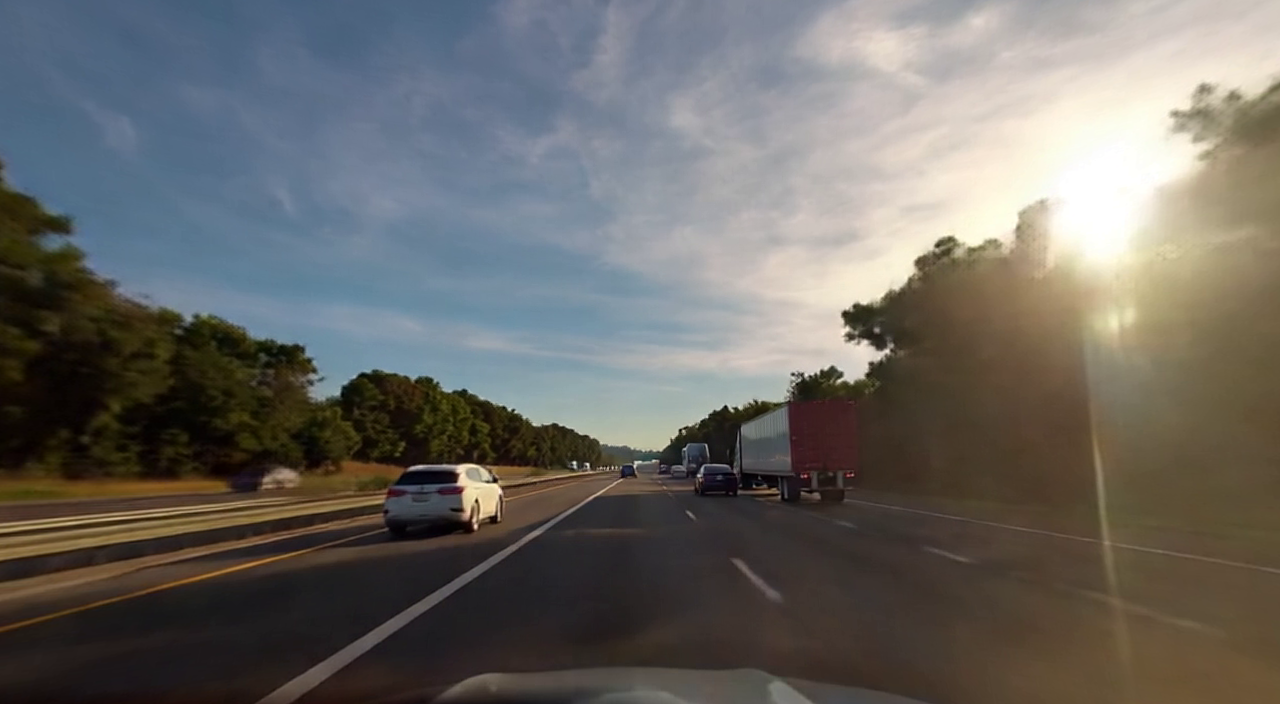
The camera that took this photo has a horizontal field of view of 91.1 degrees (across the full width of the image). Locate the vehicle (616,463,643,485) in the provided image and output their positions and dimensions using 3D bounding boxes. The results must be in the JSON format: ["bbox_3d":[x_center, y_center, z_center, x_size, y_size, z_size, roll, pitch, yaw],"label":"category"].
[{"bbox_3d":[-0.787,9.561,49.368,2.025,1.547,4.150,1,-10,0],"label":"vehicle"}]

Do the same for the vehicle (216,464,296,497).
[{"bbox_3d":[-19.209,6.436,31.621,1.738,1.489,3.511,1,-10,0],"label":"vehicle"}]

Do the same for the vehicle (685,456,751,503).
[{"bbox_3d":[3.074,5.177,25.738,2.050,1.708,4.457,1,-10,-2],"label":"vehicle"}]

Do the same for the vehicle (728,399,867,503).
[{"bbox_3d":[7.525,5.518,33.881,2.861,4.086,17.499,1,-10,0],"label":"vehicle"}]

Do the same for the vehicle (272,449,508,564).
[{"bbox_3d":[-3.852,2.493,10.809,2.065,1.485,4.682,1,-10,1],"label":"vehicle"}]
